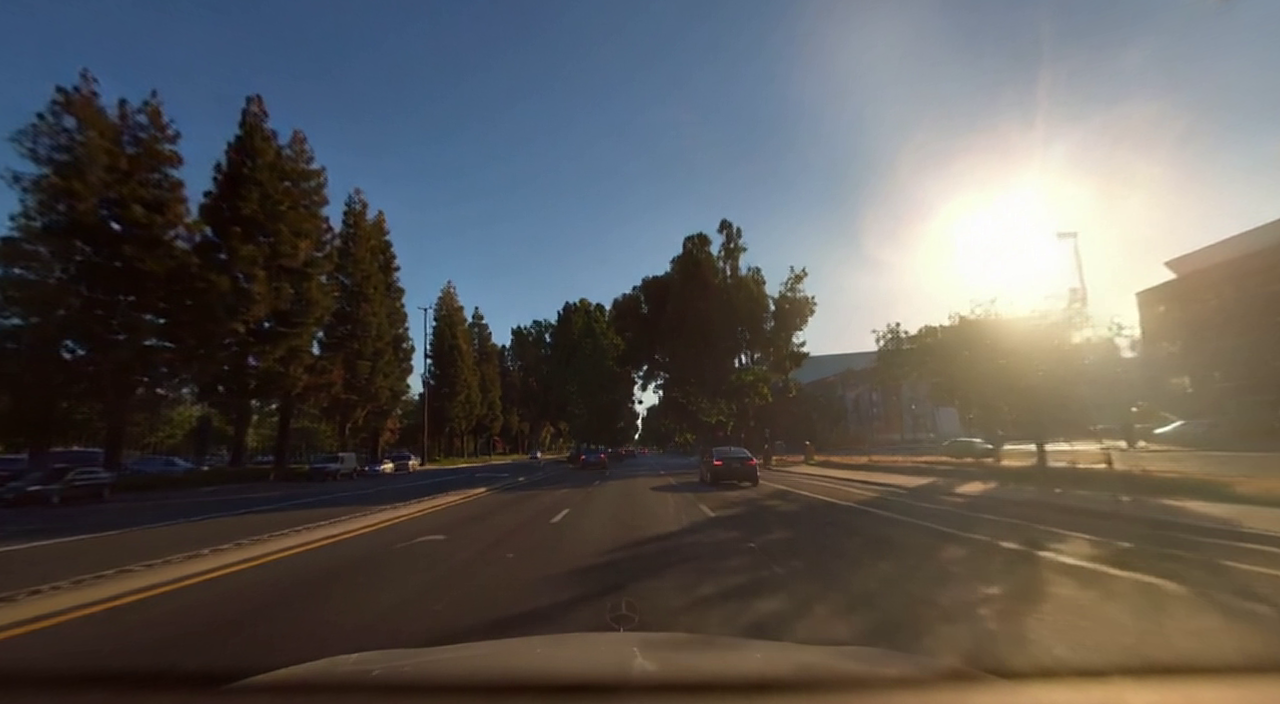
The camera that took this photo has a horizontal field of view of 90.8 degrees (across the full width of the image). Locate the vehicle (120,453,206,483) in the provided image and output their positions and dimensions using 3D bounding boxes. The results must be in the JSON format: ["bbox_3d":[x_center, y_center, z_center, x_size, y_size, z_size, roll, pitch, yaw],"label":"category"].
[{"bbox_3d":[-29.949,7.250,39.719,3.855,1.693,1.875,-2,-8,1],"label":"vehicle"}]

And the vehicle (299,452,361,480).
[{"bbox_3d":[-22.518,8.289,46.121,2.139,1.833,4.686,0,-8,0],"label":"vehicle"}]

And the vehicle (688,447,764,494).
[{"bbox_3d":[2.926,4.125,22.448,1.966,1.449,4.290,0,-9,-2],"label":"vehicle"}]

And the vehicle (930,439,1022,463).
[{"bbox_3d":[21.715,6.431,40.967,4.748,1.451,2.089,0,-9,-2],"label":"vehicle"}]

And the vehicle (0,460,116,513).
[{"bbox_3d":[-22.377,4.889,23.367,1.926,1.681,4.601,-1,-8,1],"label":"vehicle"}]

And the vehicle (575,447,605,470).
[{"bbox_3d":[-3.680,7.971,47.353,1.935,1.617,4.045,0,-8,0],"label":"vehicle"}]
